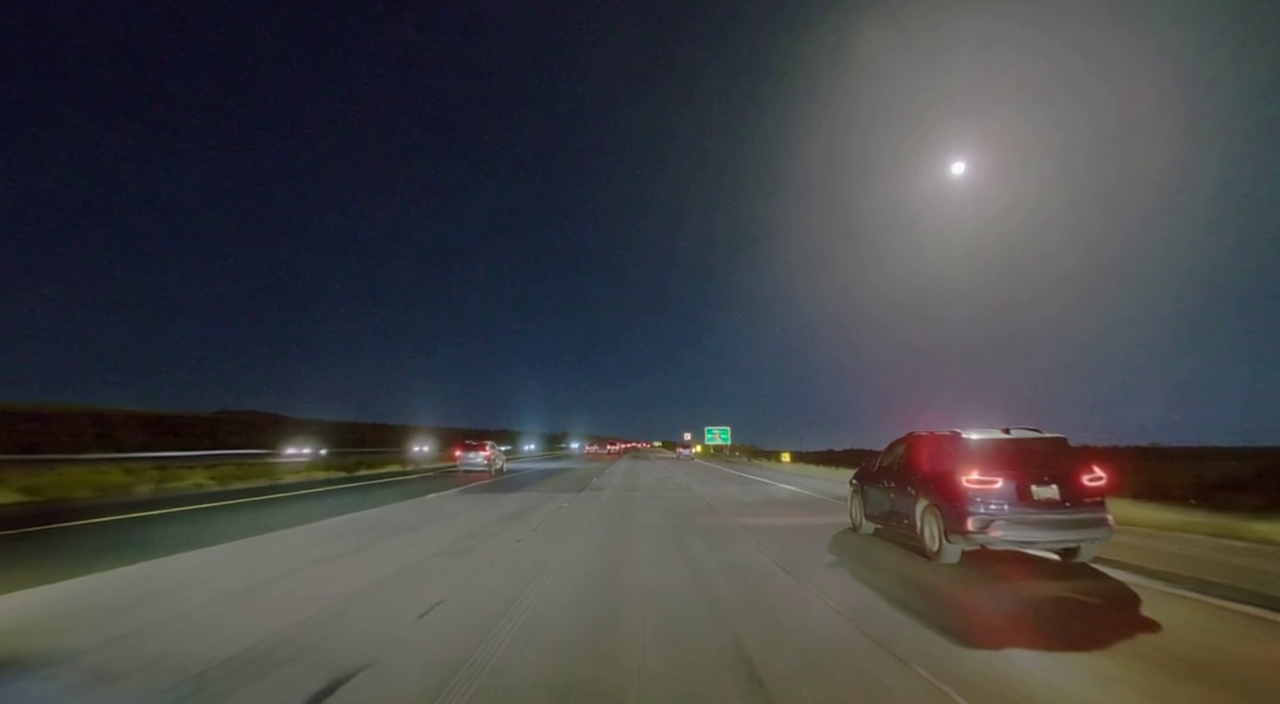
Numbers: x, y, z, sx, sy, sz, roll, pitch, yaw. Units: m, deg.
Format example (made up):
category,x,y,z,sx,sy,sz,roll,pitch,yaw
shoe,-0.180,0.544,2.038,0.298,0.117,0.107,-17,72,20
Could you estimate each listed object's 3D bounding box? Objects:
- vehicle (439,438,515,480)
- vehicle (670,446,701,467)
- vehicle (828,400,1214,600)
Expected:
category,x,y,z,sx,sy,sz,roll,pitch,yaw
vehicle,-7.223,4.801,28.531,2.095,1.696,4.680,0,-9,1
vehicle,3.401,7.939,47.941,2.038,1.497,4.167,0,-9,-1
vehicle,4.310,1.753,8.362,2.153,1.860,4.689,0,-9,0
